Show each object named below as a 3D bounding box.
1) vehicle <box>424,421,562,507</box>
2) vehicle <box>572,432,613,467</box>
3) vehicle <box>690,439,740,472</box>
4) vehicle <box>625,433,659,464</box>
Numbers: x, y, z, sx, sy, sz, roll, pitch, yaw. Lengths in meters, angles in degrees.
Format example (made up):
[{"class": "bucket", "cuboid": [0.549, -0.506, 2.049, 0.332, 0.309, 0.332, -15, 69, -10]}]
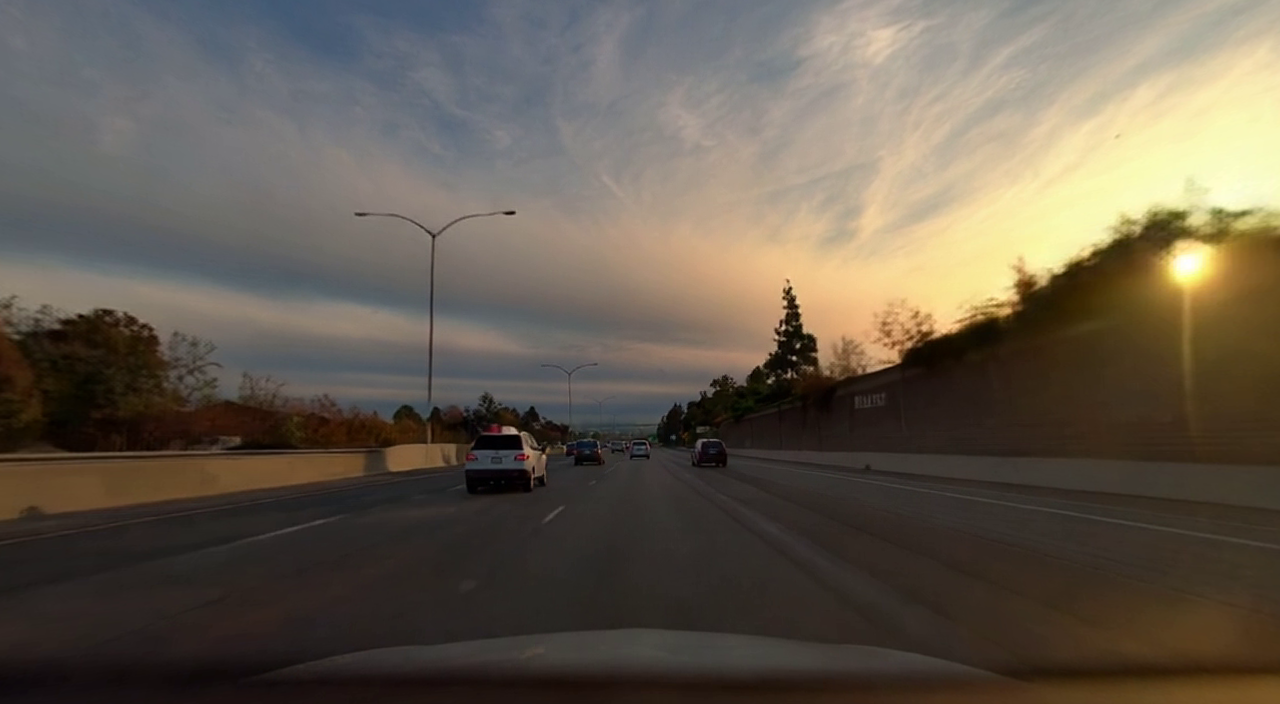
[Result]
[{"class": "vehicle", "cuboid": [-3.484, 2.813, 16.267, 2.184, 1.819, 5.441, 0, -9, 1]}, {"class": "vehicle", "cuboid": [-3.128, 6.544, 42.356, 2.378, 2.214, 4.352, 0, -9, 0]}, {"class": "vehicle", "cuboid": [4.132, 5.830, 35.614, 2.224, 1.752, 4.487, 0, -9, -1]}, {"class": "vehicle", "cuboid": [0.182, 7.497, 49.029, 2.485, 2.215, 5.199, 0, -9, 0]}]
